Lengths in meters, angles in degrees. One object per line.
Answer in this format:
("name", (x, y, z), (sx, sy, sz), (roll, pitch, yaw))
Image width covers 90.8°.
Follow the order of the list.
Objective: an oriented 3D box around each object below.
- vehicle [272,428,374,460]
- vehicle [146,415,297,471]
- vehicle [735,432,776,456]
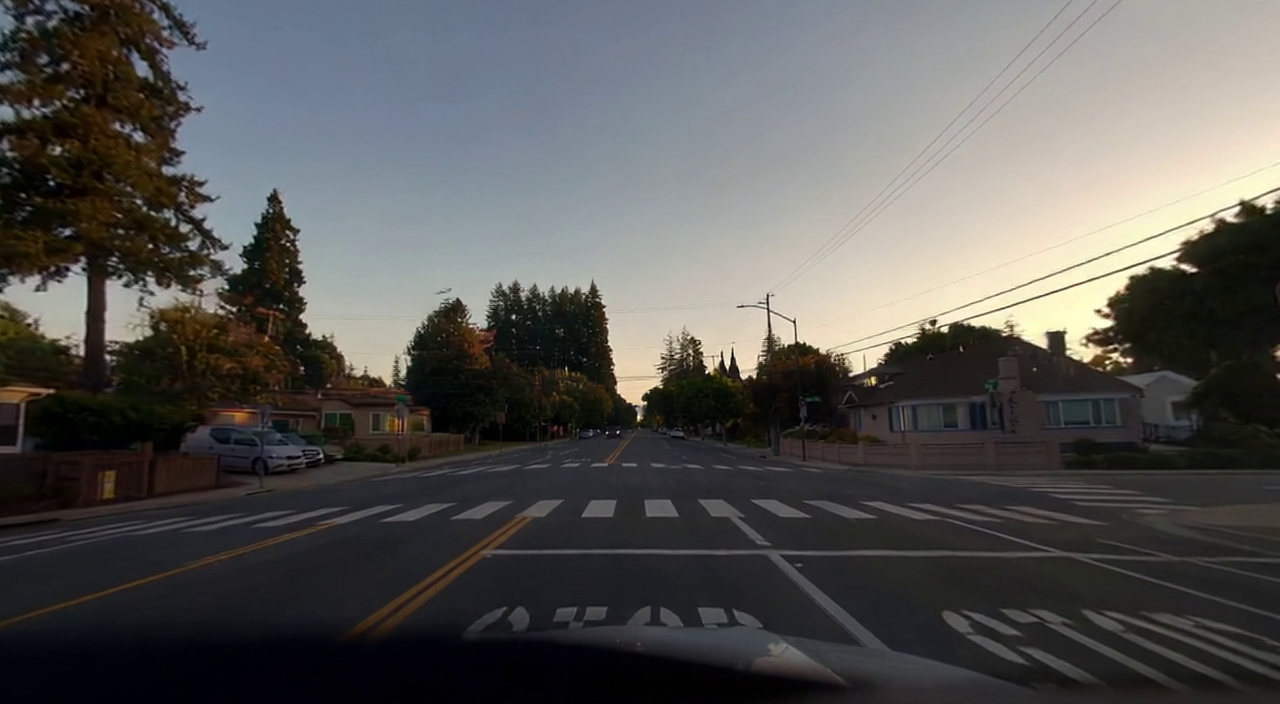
("vehicle", (-17.994, 5.267, 36.035), (4.743, 1.734, 1.994), (0, -9, 0))
("vehicle", (-17.959, 3.930, 27.325), (4.800, 2.259, 2.303), (0, -9, -1))
("vehicle", (7.956, 6.415, 43.813), (2.029, 1.554, 4.705), (0, -9, 1))
